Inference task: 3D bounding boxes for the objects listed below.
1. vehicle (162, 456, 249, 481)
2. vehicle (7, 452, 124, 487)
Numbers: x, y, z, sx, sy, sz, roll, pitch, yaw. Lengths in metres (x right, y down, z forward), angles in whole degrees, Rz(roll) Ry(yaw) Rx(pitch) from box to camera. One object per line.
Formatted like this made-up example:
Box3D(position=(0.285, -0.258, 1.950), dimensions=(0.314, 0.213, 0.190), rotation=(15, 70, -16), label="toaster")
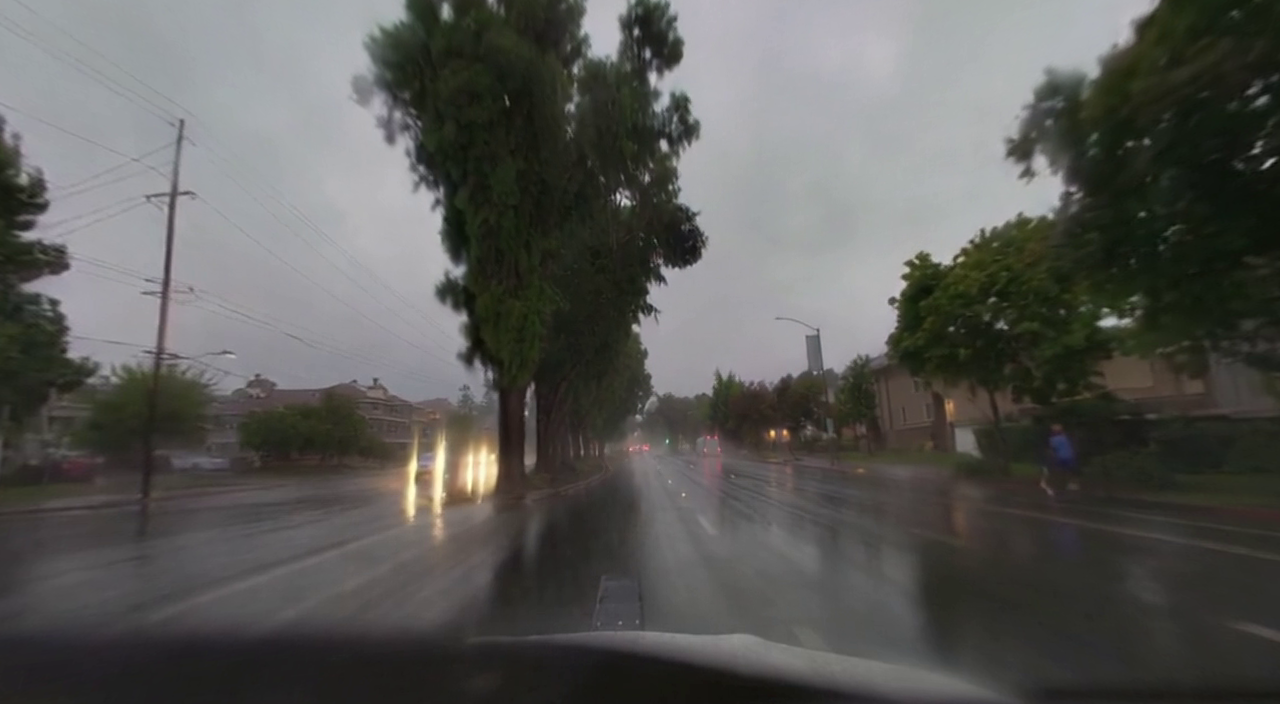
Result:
Box3D(position=(-29.019, 7.785, 42.354), dimensions=(1.898, 1.489, 4.667), rotation=(-2, -9, 13), label="vehicle")
Box3D(position=(-35.346, 7.214, 39.100), dimensions=(2.094, 1.839, 5.001), rotation=(-4, -9, 11), label="vehicle")
